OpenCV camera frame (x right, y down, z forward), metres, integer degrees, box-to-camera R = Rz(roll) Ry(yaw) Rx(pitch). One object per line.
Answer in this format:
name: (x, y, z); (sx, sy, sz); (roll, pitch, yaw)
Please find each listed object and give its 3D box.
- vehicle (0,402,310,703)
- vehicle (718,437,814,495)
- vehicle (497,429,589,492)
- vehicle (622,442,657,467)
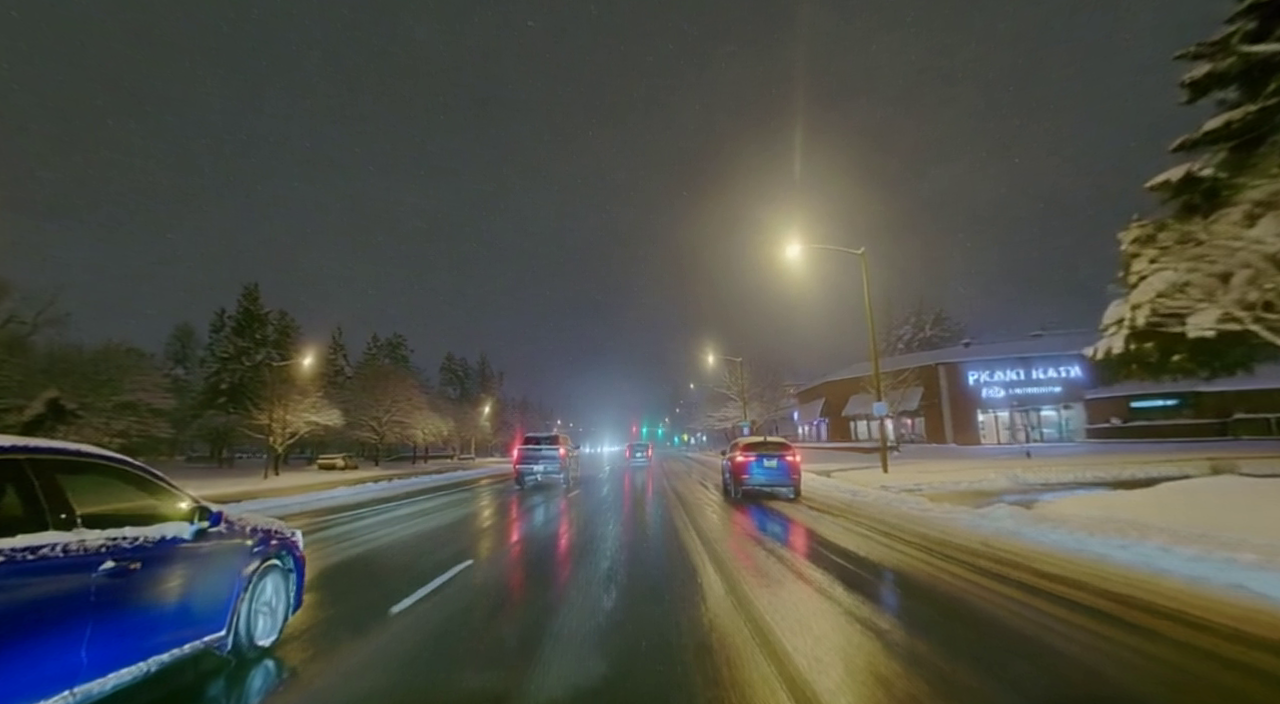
vehicle: (-3.078, 0.829, 1.556); (1.956, 1.460, 4.802); (0, -8, 0)
vehicle: (3.589, 3.328, 18.801); (1.904, 1.490, 4.299); (0, -8, -1)
vehicle: (-2.962, 3.435, 20.371); (2.193, 1.788, 4.603); (0, -8, 1)
vehicle: (-0.032, 6.429, 39.688); (2.069, 1.445, 3.965); (0, -8, 0)
